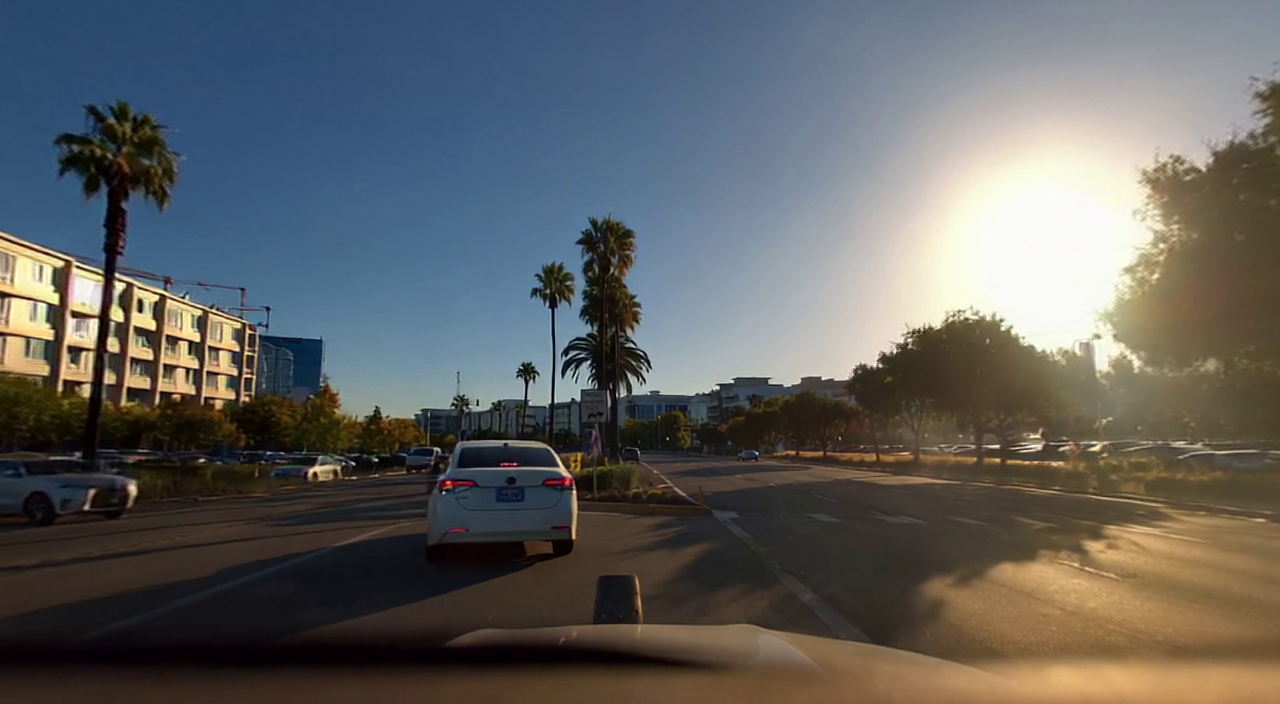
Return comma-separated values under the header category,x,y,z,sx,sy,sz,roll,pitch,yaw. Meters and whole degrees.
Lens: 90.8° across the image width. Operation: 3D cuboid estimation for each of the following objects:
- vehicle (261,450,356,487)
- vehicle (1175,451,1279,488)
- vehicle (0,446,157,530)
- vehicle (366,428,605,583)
category,x,y,z,sx,sy,sz,roll,pitch,yaw
vehicle,-14.638,5.139,28.244,2.099,1.464,4.615,1,-9,-5
vehicle,25.855,4.939,26.725,4.446,1.464,1.954,-1,-9,4
vehicle,-13.113,2.774,13.299,4.457,1.552,2.095,-2,-9,11
vehicle,-2.333,1.845,8.536,1.986,1.473,4.382,5,-10,-29
